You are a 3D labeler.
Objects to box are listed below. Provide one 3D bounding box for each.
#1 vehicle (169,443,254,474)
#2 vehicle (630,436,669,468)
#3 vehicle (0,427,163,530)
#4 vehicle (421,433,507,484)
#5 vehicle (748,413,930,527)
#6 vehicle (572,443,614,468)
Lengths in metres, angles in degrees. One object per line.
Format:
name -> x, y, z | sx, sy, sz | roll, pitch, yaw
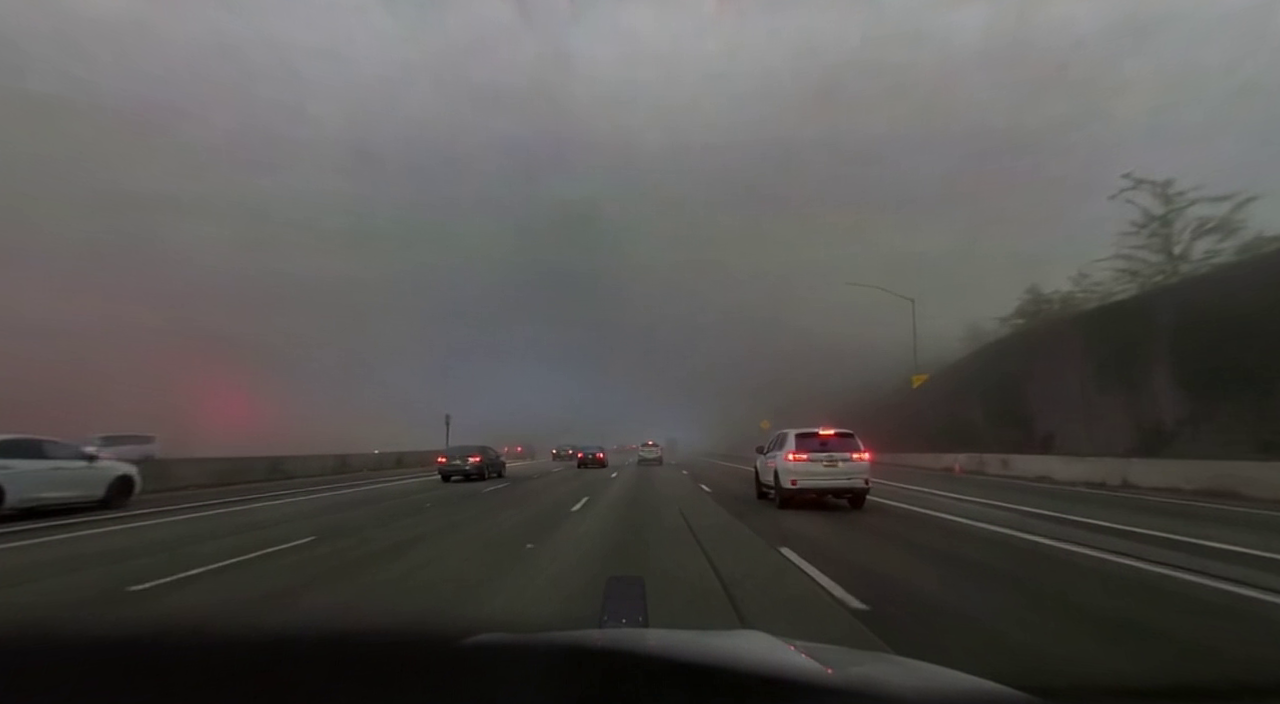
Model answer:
vehicle -> -23.278, 5.772, 34.459 | 1.717, 1.566, 4.303 | 0, -8, -2
vehicle -> 0.565, 5.706, 36.184 | 2.133, 1.739, 3.925 | 0, -8, 2
vehicle -> -11.724, 2.259, 11.506 | 2.076, 1.701, 5.093 | 0, -8, 0
vehicle -> -6.365, 3.898, 23.321 | 1.946, 1.688, 4.019 | 0, -8, 1
vehicle -> 3.641, 2.259, 12.639 | 2.083, 1.823, 4.627 | 0, -8, -1
vehicle -> -2.794, 6.291, 38.589 | 2.205, 1.406, 4.286 | 0, -8, 1
